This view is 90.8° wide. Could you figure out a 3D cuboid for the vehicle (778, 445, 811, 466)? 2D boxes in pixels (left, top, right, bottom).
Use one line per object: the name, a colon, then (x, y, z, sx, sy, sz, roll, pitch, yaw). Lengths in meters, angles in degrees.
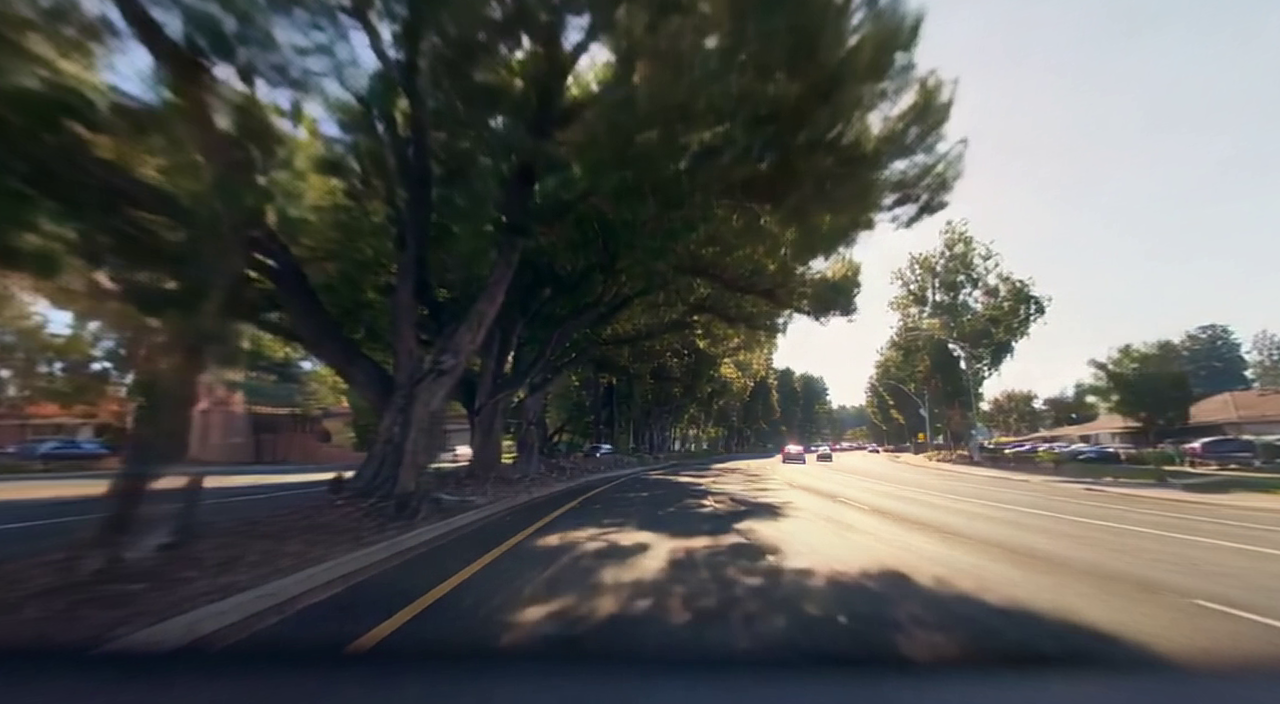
vehicle: (11.104, 7.450, 45.676, 1.988, 1.460, 3.996, -2, -9, 9)
